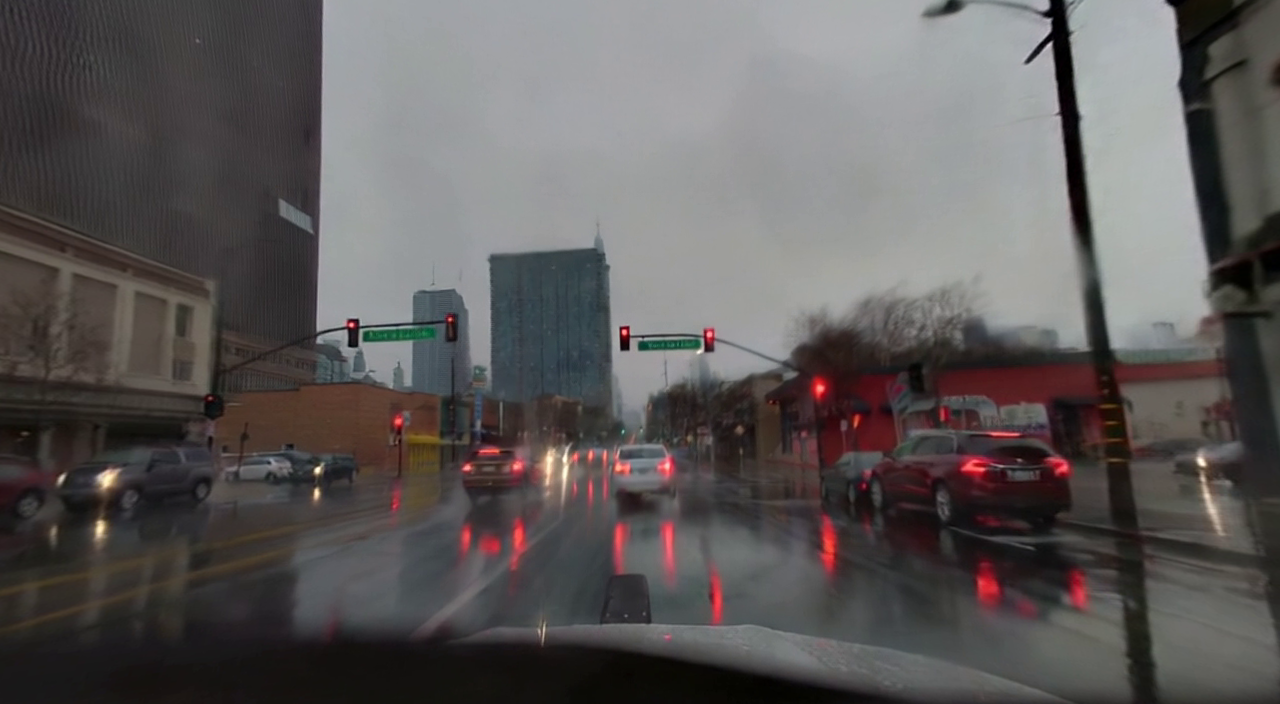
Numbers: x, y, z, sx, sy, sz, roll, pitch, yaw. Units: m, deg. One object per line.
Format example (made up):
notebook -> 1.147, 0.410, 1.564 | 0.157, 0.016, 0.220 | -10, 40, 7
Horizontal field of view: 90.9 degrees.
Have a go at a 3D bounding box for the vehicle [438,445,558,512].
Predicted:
vehicle -> -3.402, 3.111, 16.059 | 1.950, 1.450, 4.257 | 0, -9, 2

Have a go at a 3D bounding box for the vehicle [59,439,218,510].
vehicle -> -16.193, 3.923, 20.864 | 2.239, 1.963, 5.779 | 3, -9, -19

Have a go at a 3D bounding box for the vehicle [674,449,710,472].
vehicle -> 3.455, 7.332, 42.728 | 2.047, 1.463, 4.514 | 0, -9, 0

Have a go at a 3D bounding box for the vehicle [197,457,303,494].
vehicle -> -17.228, 5.433, 28.132 | 1.774, 1.436, 4.473 | 0, -9, 1

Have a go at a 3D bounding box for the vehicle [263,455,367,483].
vehicle -> -18.994, 6.812, 36.885 | 5.163, 1.510, 2.174 | -2, -9, 15

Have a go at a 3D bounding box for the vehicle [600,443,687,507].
vehicle -> 0.066, 3.196, 16.829 | 2.037, 1.484, 4.073 | 0, -9, 0

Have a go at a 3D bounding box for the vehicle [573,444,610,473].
vehicle -> -3.057, 6.825, 40.492 | 2.007, 1.736, 4.185 | 0, -9, 1

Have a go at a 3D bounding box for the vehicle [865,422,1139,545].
vehicle -> 6.529, 2.431, 12.430 | 2.289, 1.867, 5.322 | 0, -9, 1

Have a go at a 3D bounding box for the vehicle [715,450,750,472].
vehicle -> 6.840, 8.112, 47.083 | 1.944, 1.462, 4.406 | 0, -9, 0
